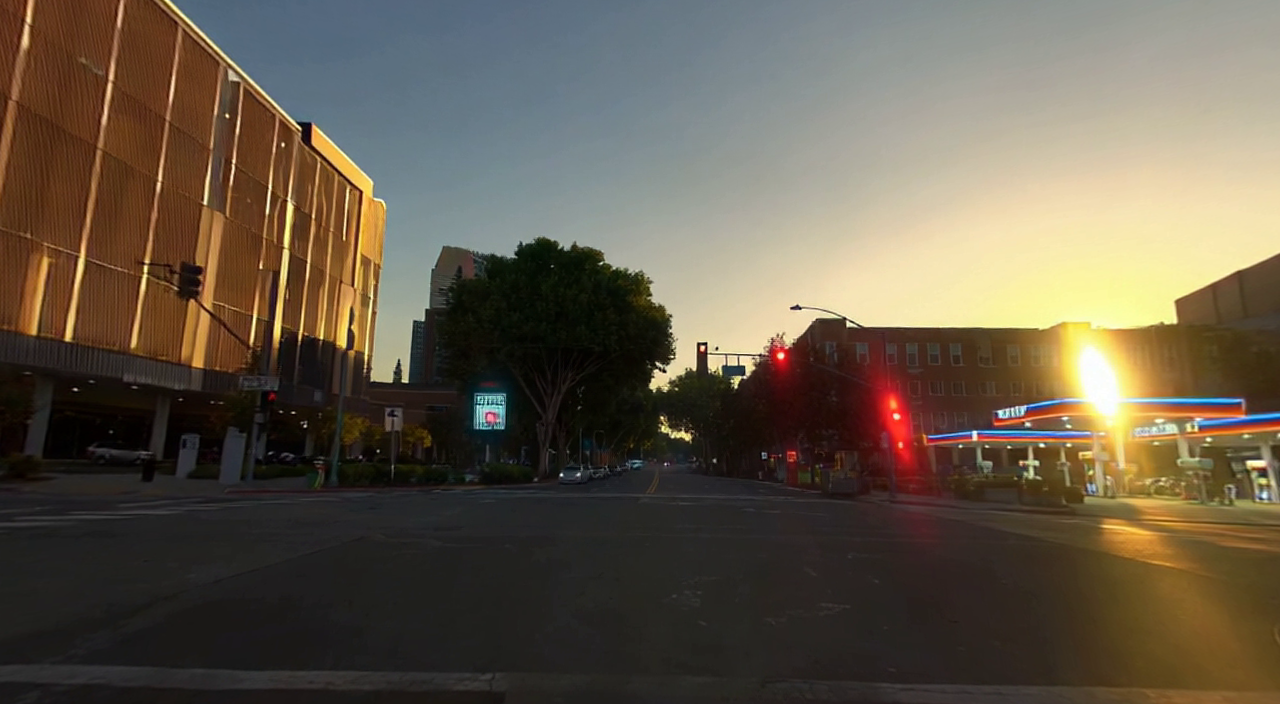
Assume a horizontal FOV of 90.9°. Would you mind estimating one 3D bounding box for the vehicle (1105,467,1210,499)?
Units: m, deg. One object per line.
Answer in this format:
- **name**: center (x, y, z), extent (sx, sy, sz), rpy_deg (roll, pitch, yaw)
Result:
- **vehicle**: center (28.022, 7.065, 34.338), extent (1.897, 1.466, 4.211), rpy_deg (1, -8, -6)
